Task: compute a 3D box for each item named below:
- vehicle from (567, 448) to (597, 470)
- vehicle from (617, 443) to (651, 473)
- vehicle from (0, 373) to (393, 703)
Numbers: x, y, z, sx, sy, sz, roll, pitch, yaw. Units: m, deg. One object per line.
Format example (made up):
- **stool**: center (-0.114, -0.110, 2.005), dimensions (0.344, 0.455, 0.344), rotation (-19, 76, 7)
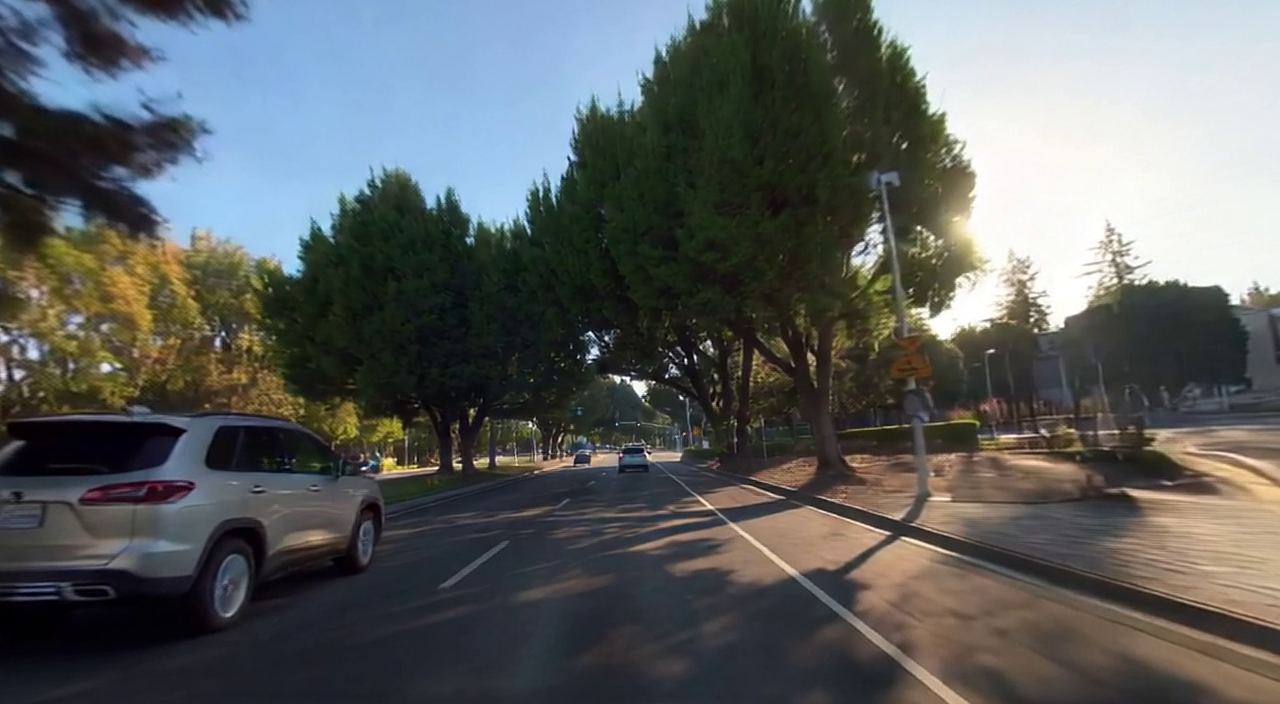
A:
- **vehicle**: center (-4.290, 8.015, 47.358), dimensions (1.936, 1.538, 4.016), rotation (0, -8, -1)
- **vehicle**: center (-0.366, 6.523, 39.108), dimensions (2.018, 1.769, 3.897), rotation (0, -8, 0)
- **vehicle**: center (-4.042, 1.303, 5.590), dimensions (1.860, 1.741, 4.479), rotation (0, -8, 0)
